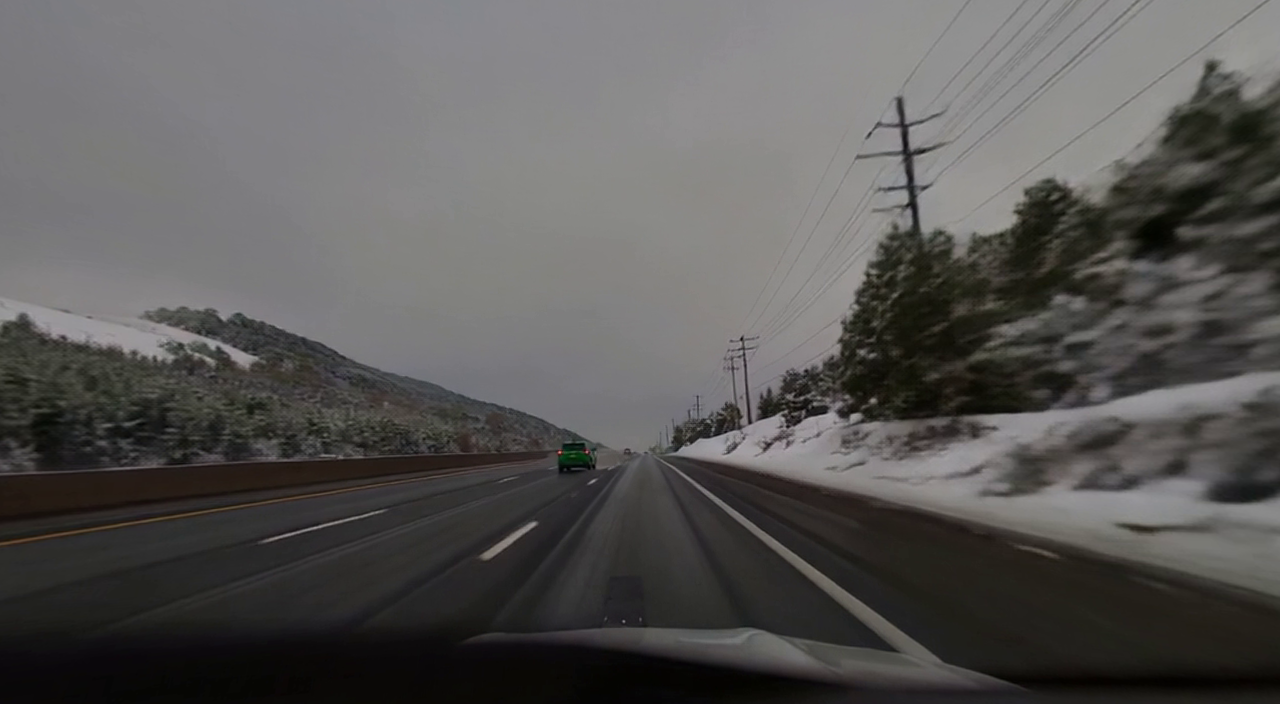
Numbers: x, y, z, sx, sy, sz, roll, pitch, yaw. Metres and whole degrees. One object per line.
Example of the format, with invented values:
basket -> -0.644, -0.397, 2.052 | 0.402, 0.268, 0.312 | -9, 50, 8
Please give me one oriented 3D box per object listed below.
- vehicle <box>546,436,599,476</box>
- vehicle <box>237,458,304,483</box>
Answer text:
vehicle -> -3.371, 5.287, 32.307 | 2.136, 1.845, 4.515 | 0, -8, 1
vehicle -> -25.403, 8.115, 43.527 | 1.980, 1.497, 4.330 | 0, -8, 0
